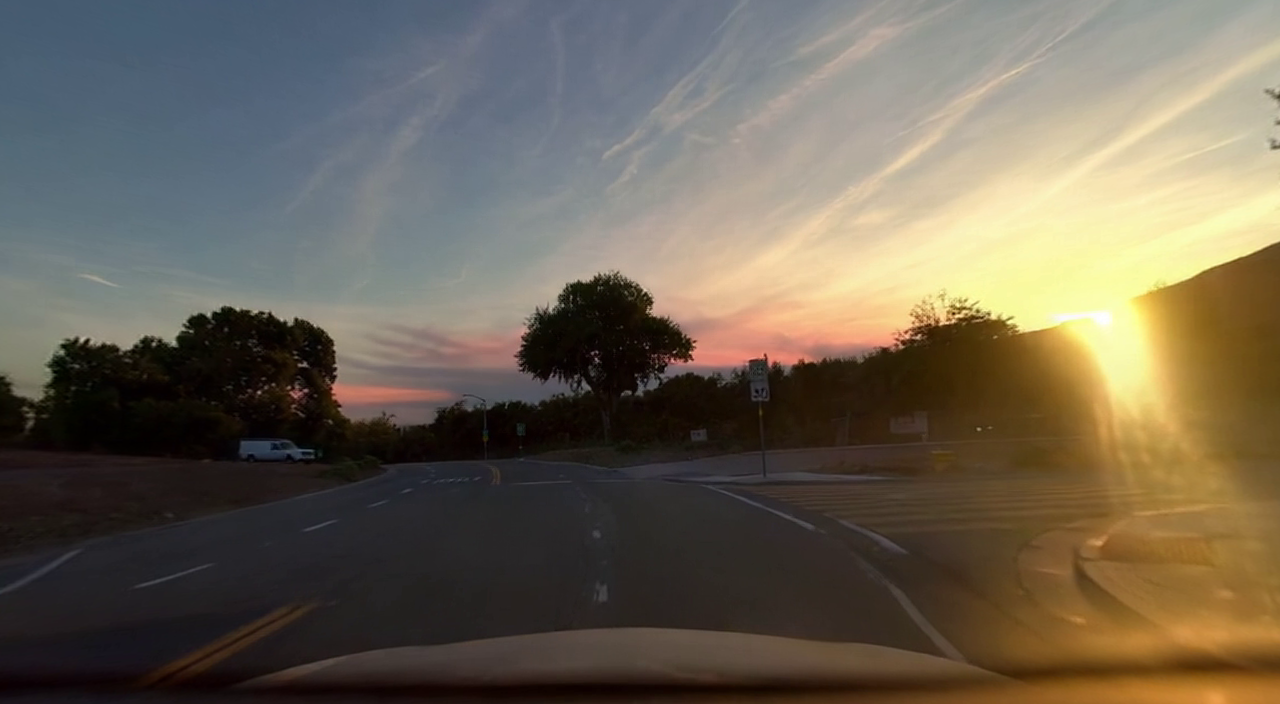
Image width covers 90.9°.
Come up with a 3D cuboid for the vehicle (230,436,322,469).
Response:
[{"bbox_3d":[-23.118,6.362,40.062,4.699,1.996,2.116,-2,-8,11],"label":"vehicle"}]
